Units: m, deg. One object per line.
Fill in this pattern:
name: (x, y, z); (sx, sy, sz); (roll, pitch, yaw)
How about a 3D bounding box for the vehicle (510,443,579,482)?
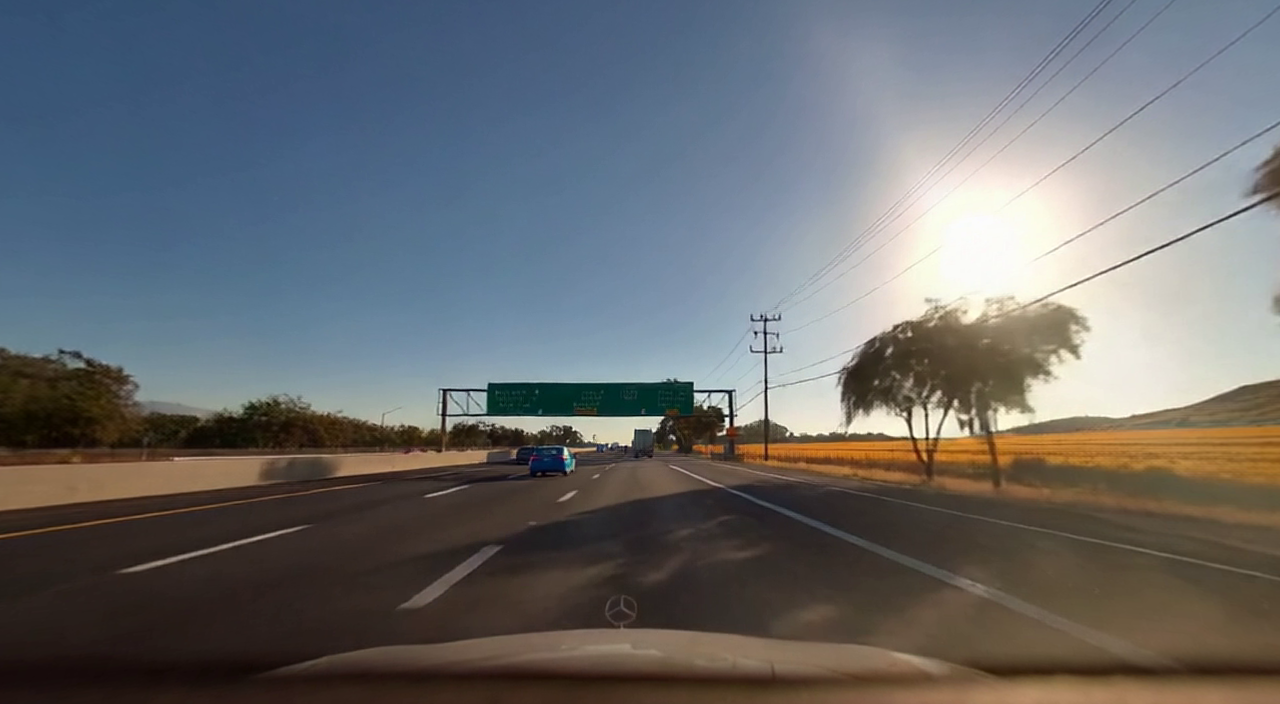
vehicle: (-3.882, 4.596, 26.459); (2.104, 1.501, 4.459); (0, -9, 1)
